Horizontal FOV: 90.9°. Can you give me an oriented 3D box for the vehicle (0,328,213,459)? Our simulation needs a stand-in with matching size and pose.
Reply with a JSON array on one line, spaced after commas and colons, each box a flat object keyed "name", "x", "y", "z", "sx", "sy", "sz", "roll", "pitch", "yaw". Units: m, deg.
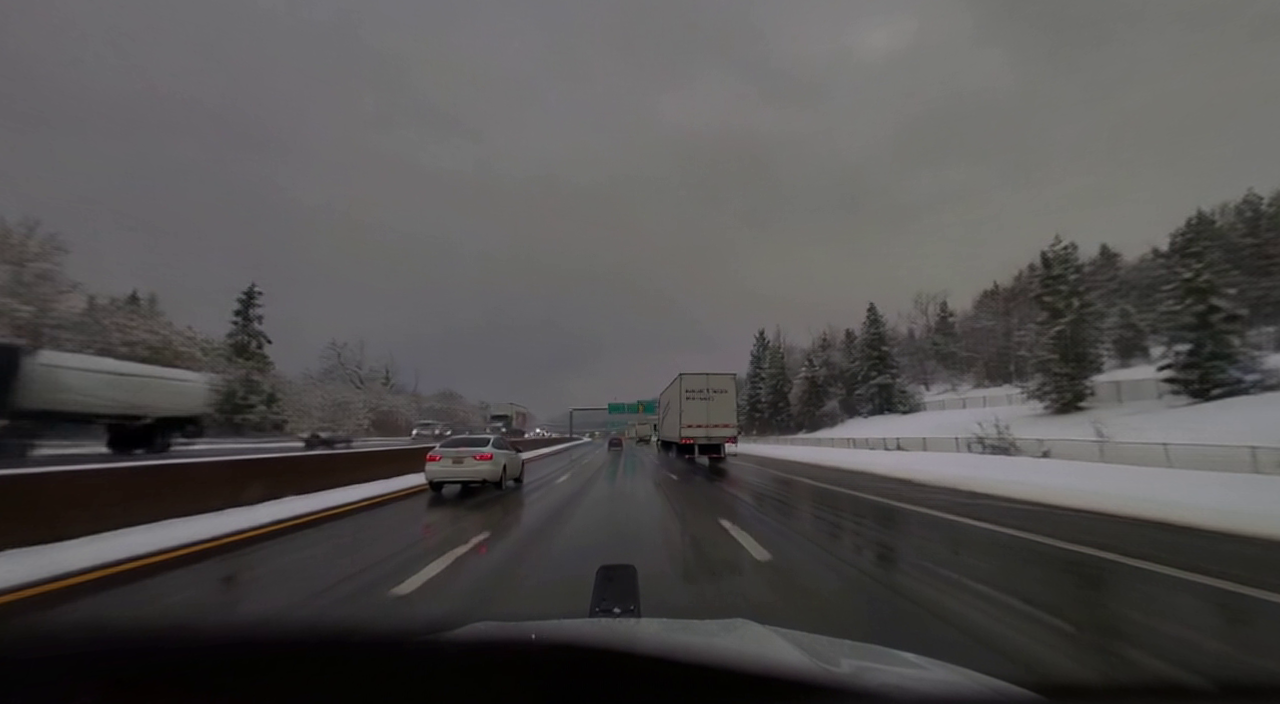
[{"name": "vehicle", "x": -20.092, "y": 1.773, "z": 22.475, "sx": 2.903, "sy": 3.769, "sz": 9.823, "roll": 0, "pitch": -8, "yaw": -1}]

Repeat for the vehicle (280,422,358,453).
[{"name": "vehicle", "x": -16.831, "y": 4.522, "z": 33.309, "sx": 1.818, "sy": 1.476, "sz": 4.577, "roll": 0, "pitch": -8, "yaw": -1}]

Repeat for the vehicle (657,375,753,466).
[{"name": "vehicle", "x": 3.072, "y": 4.002, "z": 35.250, "sx": 3.241, "sy": 4.042, "sz": 14.292, "roll": 0, "pitch": -8, "yaw": -3}]

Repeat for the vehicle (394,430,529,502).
[{"name": "vehicle", "x": -4.028, "y": 2.621, "z": 15.075, "sx": 1.971, "sy": 1.444, "sz": 4.401, "roll": 0, "pitch": -8, "yaw": -1}]
